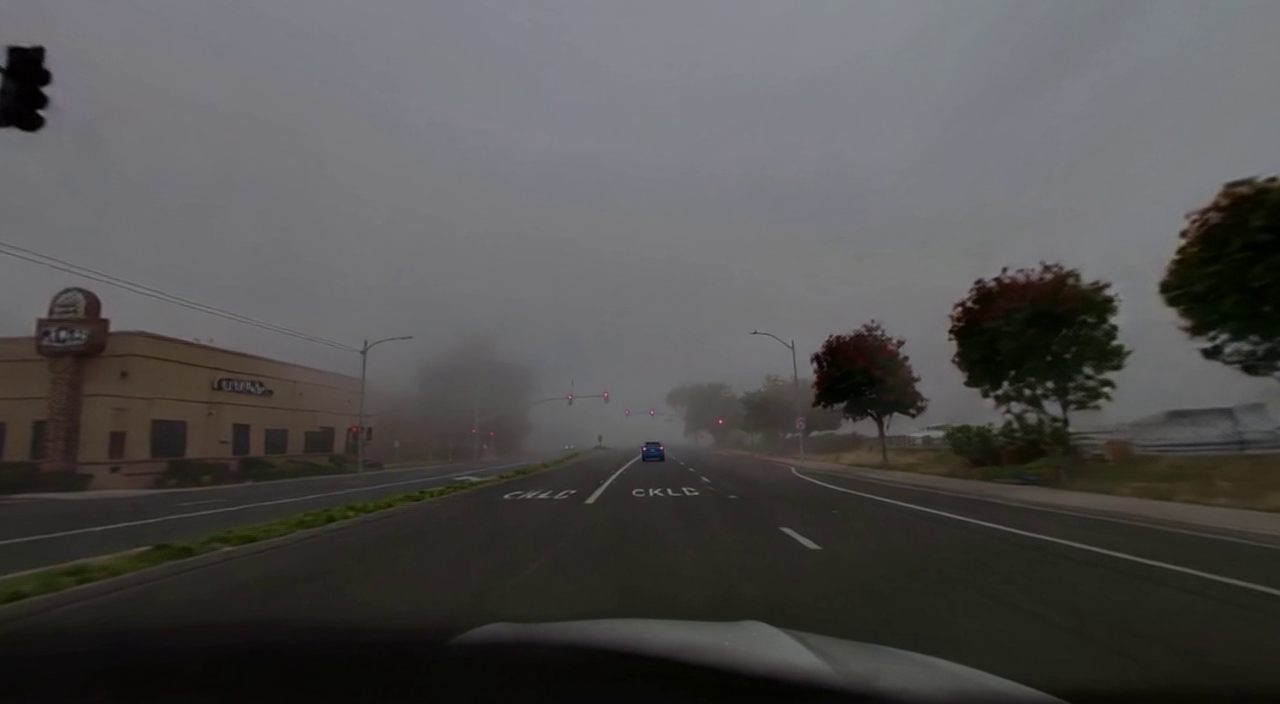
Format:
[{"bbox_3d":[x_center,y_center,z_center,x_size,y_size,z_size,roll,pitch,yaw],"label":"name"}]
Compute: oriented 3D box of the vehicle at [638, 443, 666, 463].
[{"bbox_3d":[0.869,7.690,48.100,2.028,1.478,4.545,0,-9,0],"label":"vehicle"}]
